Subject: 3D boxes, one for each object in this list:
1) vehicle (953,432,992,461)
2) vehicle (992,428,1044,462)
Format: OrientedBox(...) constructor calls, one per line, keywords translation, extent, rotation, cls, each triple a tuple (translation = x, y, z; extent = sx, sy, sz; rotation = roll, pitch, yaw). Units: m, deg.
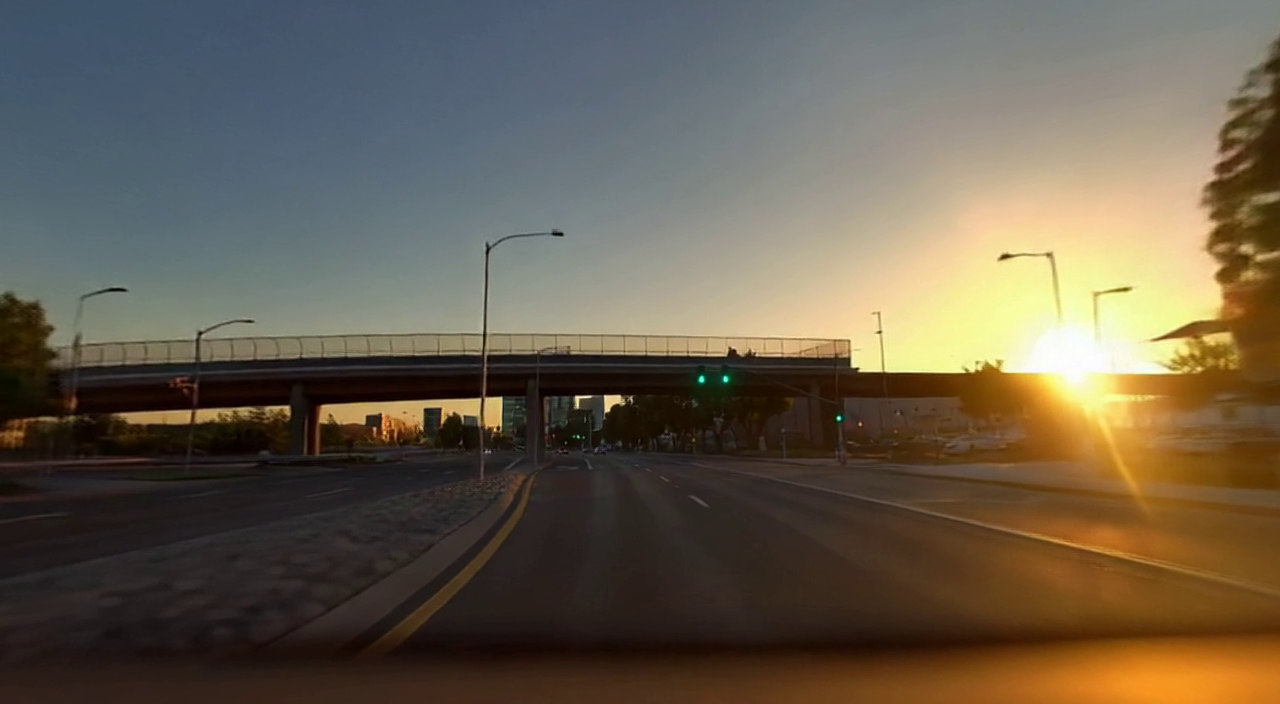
OrientedBox(translation=(21.870, 6.223, 41.655), extent=(1.969, 1.732, 4.610), rotation=(-3, -9, 24), cls="vehicle")
OrientedBox(translation=(23.829, 5.877, 40.017), extent=(2.177, 1.983, 5.217), rotation=(-3, -9, 25), cls="vehicle")
